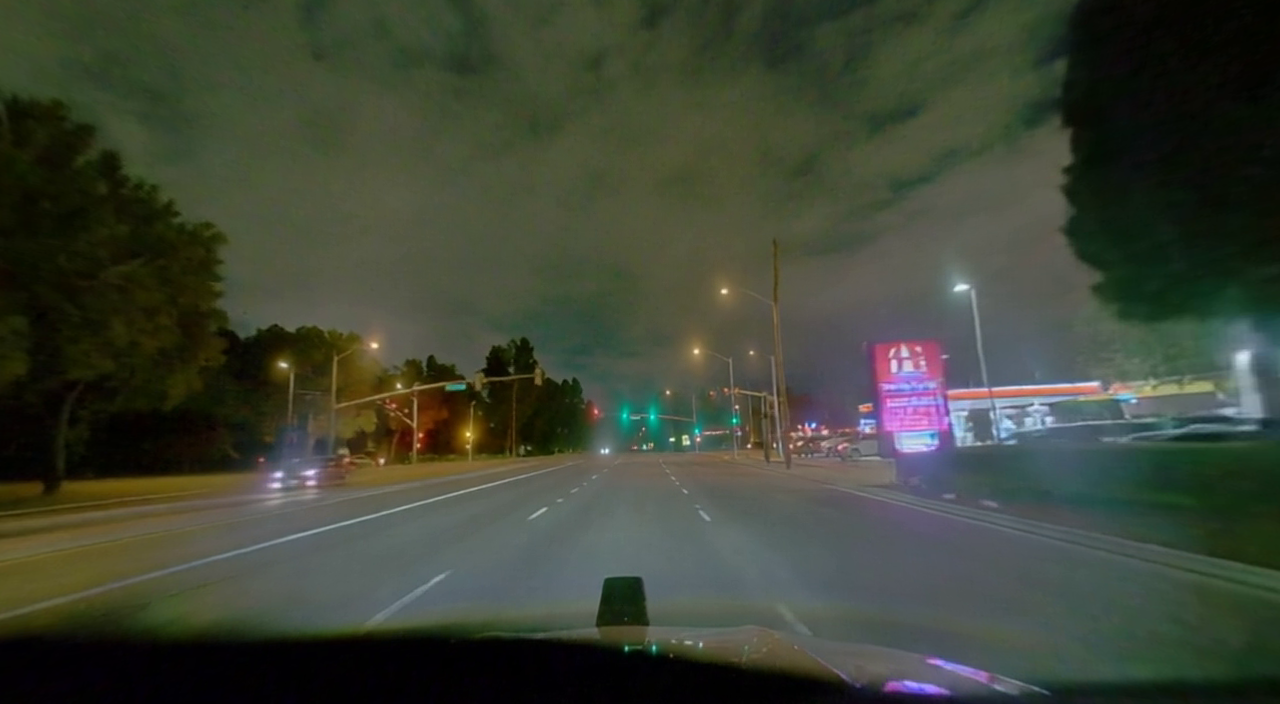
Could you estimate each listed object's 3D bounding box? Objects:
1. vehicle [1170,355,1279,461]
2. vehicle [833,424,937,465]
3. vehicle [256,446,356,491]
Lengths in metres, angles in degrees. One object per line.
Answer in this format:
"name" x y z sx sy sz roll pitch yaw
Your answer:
"vehicle" 24.033 2.028 22.285 7.750 3.426 3.178 0 -9 -5
"vehicle" 13.621 5.179 35.279 4.821 1.788 2.132 -5 -8 1
"vehicle" -15.437 5.373 29.456 2.028 1.850 4.746 -2 -9 1
